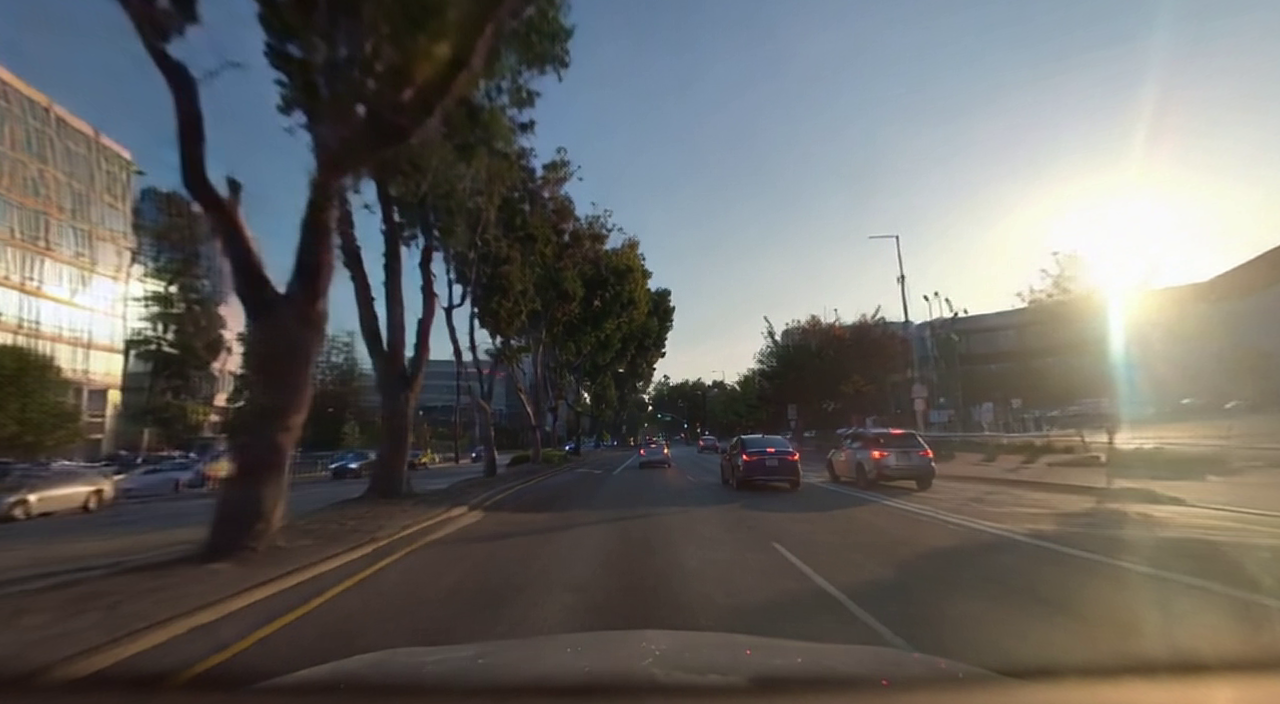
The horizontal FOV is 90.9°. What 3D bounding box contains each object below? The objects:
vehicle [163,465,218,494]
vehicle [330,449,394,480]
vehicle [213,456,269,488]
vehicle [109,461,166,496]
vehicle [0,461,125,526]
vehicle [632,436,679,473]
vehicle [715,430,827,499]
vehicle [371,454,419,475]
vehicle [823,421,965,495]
[{"bbox_3d":[-27.388,7.720,38.522,1.989,1.476,4.088,4,-9,-26],"label":"vehicle"},{"bbox_3d":[-17.963,7.266,40.966,1.954,1.779,4.635,0,-8,0],"label":"vehicle"},{"bbox_3d":[-24.564,7.376,38.948,2.076,1.688,4.635,3,-9,-23],"label":"vehicle"},{"bbox_3d":[-30.632,7.680,38.549,1.944,1.794,4.468,4,-9,-29],"label":"vehicle"},{"bbox_3d":[-18.521,4.188,19.020,1.956,1.647,4.643,0,-8,1],"label":"vehicle"},{"bbox_3d":[0.666,4.916,30.536,2.125,1.669,3.880,0,-8,-1],"label":"vehicle"},{"bbox_3d":[3.304,2.931,16.935,1.931,1.591,4.708,0,-8,-1],"label":"vehicle"},{"bbox_3d":[-18.029,8.260,46.487,1.716,1.412,4.335,0,-8,1],"label":"vehicle"},{"bbox_3d":[6.881,2.919,17.766,1.963,1.783,4.722,0,-8,-1],"label":"vehicle"}]
